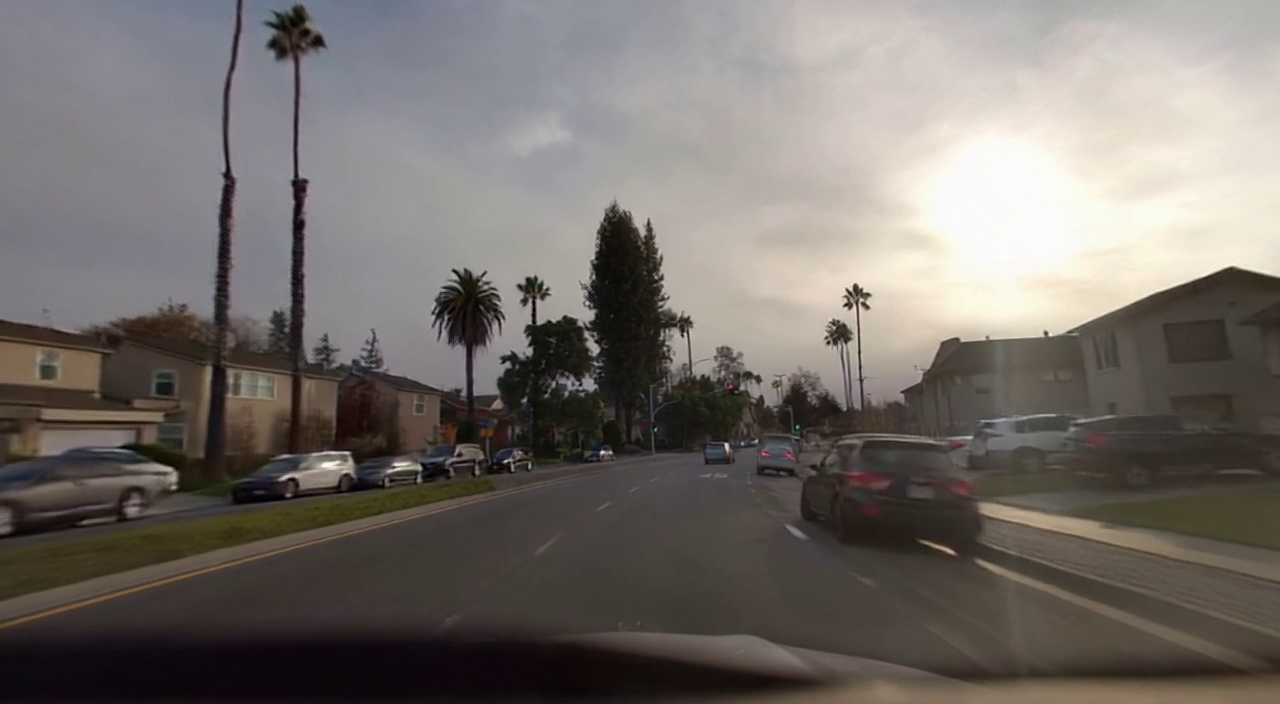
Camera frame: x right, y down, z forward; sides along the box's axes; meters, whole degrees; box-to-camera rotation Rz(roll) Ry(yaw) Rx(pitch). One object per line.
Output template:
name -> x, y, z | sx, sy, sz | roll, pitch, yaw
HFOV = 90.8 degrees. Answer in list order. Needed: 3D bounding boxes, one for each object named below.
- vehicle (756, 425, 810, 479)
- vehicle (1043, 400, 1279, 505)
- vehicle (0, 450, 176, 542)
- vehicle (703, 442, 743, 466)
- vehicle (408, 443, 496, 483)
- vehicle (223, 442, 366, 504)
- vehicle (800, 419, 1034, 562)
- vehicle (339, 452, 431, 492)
vehicle -> 6.798, 4.738, 30.134 | 2.326, 2.257, 4.635 | 0, -8, 13
vehicle -> 11.084, 1.979, 12.578 | 4.557, 1.795, 1.986 | -5, -10, 11
vehicle -> -13.175, 3.051, 13.898 | 1.967, 1.736, 4.730 | -1, -9, 6
vehicle -> 5.449, 6.592, 41.054 | 2.035, 1.474, 4.284 | -2, -9, 15
vehicle -> -10.126, 6.009, 34.643 | 2.051, 1.957, 5.968 | -2, -9, 10
vehicle -> -12.261, 4.285, 22.883 | 2.081, 1.948, 4.821 | -1, -9, 5
vehicle -> 3.928, 2.024, 10.000 | 2.043, 1.692, 4.581 | -1, -9, 6
vehicle -> -11.389, 5.369, 28.544 | 1.786, 1.488, 4.518 | -5, -9, 8
